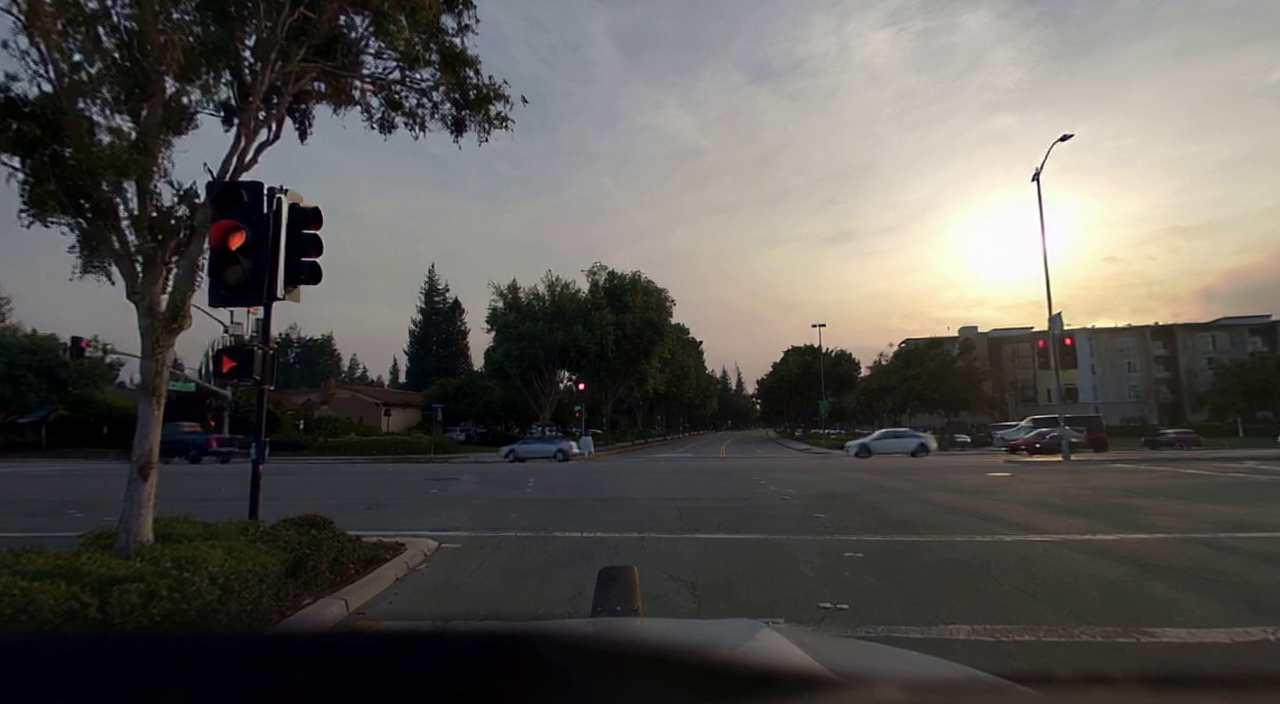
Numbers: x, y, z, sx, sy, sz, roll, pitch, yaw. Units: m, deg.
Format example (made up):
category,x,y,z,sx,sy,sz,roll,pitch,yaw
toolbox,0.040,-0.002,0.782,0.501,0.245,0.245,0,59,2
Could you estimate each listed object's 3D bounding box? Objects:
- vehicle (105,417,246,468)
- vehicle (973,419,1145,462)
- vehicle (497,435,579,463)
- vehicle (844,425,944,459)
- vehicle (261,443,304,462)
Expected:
category,x,y,z,sx,sy,sz,roll,pitch,yaw
vehicle,-30.834,6.013,42.043,7.790,3.197,2.653,-1,-9,10
vehicle,15.042,3.210,22.933,4.749,1.461,1.892,-1,-9,9
vehicle,-5.993,5.721,37.302,4.370,1.592,1.886,-2,-9,10
vehicle,13.468,4.815,33.799,4.590,1.701,1.881,-2,-9,11
vehicle,-28.023,7.883,49.619,2.235,1.417,4.272,3,-9,-21
